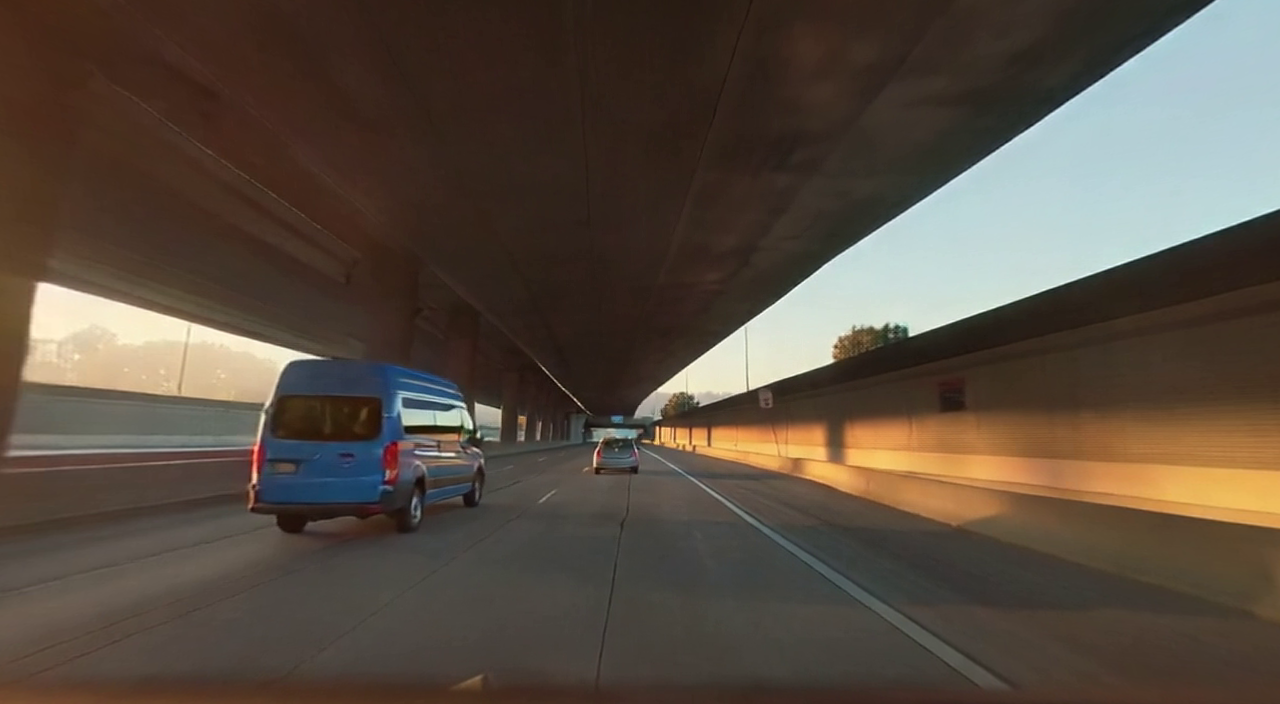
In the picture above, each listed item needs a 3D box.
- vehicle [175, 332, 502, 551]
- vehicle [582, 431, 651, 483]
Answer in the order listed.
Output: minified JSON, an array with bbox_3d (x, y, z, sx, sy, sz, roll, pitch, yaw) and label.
[{"bbox_3d":[-3.977,1.354,9.773,2.404,2.459,5.229,0,-8,1],"label":"vehicle"},{"bbox_3d":[-0.738,3.489,21.297,2.095,1.553,4.069,0,-8,-1],"label":"vehicle"}]
